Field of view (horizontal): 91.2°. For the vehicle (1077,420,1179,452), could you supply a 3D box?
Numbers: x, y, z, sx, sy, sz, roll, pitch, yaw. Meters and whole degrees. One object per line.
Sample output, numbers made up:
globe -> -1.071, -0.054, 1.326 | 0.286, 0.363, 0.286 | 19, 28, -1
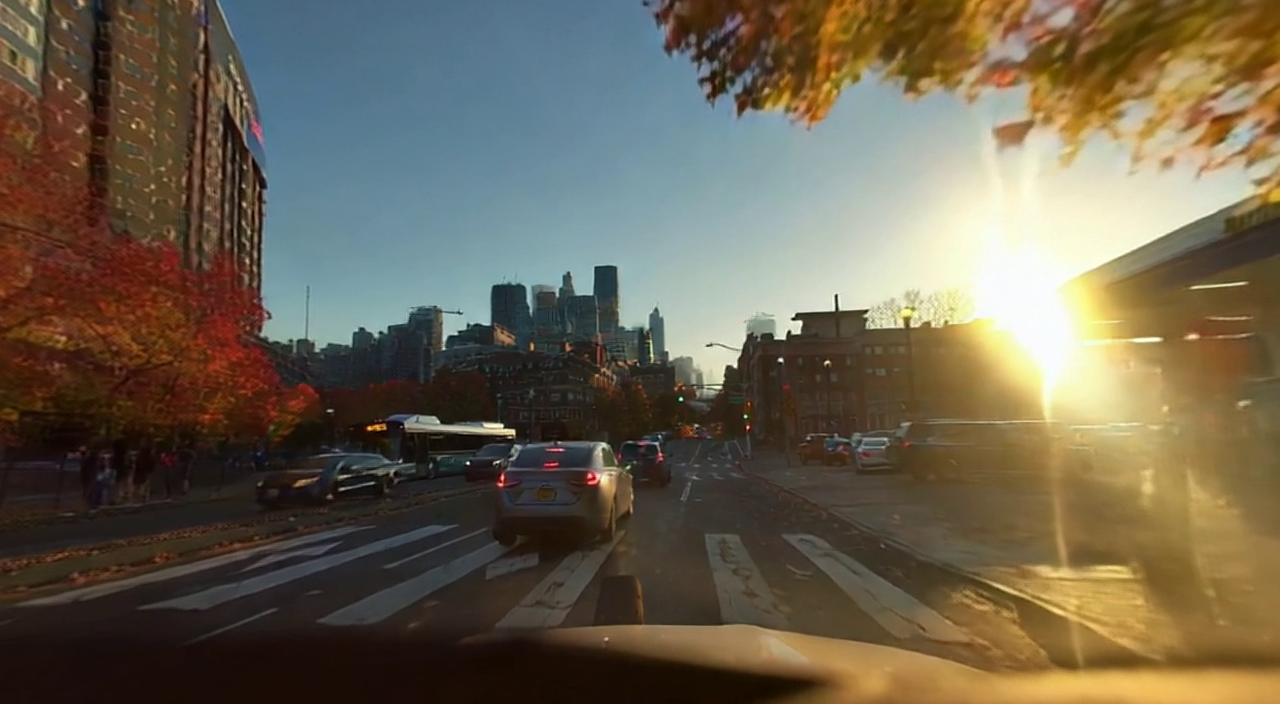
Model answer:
vehicle -> 28.567, 4.964, 36.817 | 4.130, 1.665, 2.141 | -2, -8, -1

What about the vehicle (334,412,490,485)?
vehicle -> -11.533, 5.186, 33.678 | 3.189, 3.205, 11.526 | 0, -9, 5

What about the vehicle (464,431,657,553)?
vehicle -> -0.966, 2.078, 10.024 | 2.092, 1.507, 4.078 | -1, -9, 7

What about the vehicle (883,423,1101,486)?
vehicle -> 9.836, 2.926, 17.935 | 4.894, 1.451, 2.089 | -3, -9, 6

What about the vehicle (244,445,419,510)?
vehicle -> -8.640, 3.526, 18.250 | 2.054, 1.599, 5.178 | -1, -9, 6
